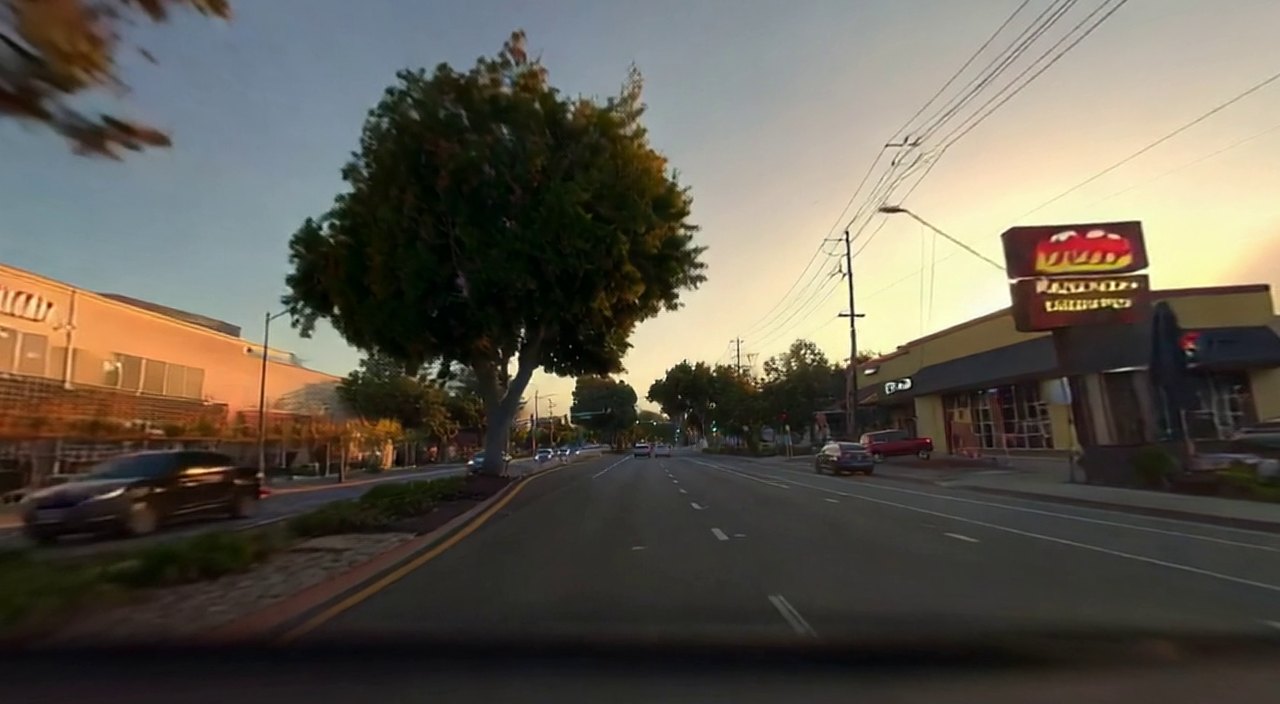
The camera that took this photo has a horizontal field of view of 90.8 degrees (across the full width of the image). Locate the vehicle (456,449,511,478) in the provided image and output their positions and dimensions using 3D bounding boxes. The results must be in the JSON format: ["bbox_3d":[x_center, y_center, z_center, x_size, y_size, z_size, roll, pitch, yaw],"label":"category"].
[{"bbox_3d":[-8.591,6.133,35.085,1.888,1.454,4.420,0,-8,0],"label":"vehicle"}]

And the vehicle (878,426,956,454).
[{"bbox_3d":[21.342,6.794,48.690,5.151,1.780,2.146,-9,-9,27],"label":"vehicle"}]

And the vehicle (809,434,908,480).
[{"bbox_3d":[9.320,4.546,27.570,2.358,1.785,5.404,0,-8,0],"label":"vehicle"}]

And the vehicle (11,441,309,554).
[{"bbox_3d":[-8.579,2.567,11.998,2.113,1.703,4.459,0,-8,0],"label":"vehicle"}]
